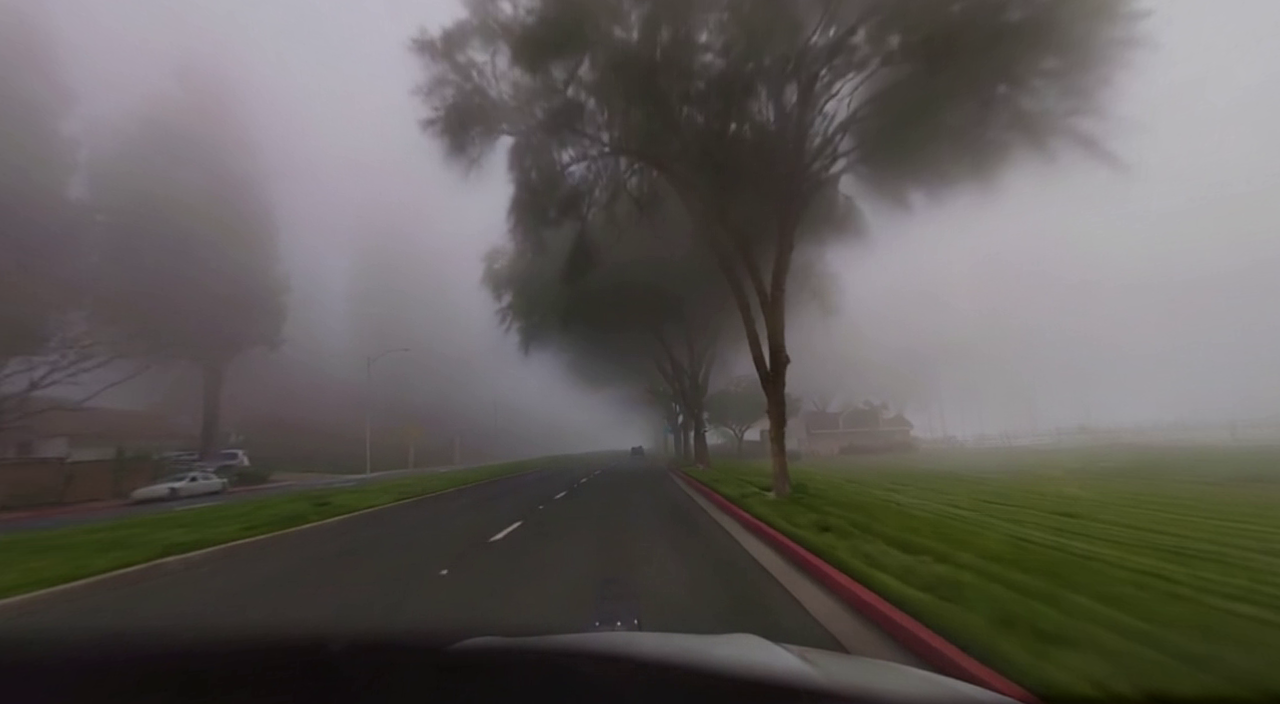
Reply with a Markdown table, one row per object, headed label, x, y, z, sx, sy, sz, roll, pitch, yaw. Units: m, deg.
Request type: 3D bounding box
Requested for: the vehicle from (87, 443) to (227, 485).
| label | x | y | z | sx | sy | sz | roll | pitch | yaw |
| --- | --- | --- | --- | --- | --- | --- | --- | --- | --- |
| vehicle | -24.809 | 5.755 | 32.653 | 5.409 | 1.967 | 2.123 | -1 | -8 | 0 |
